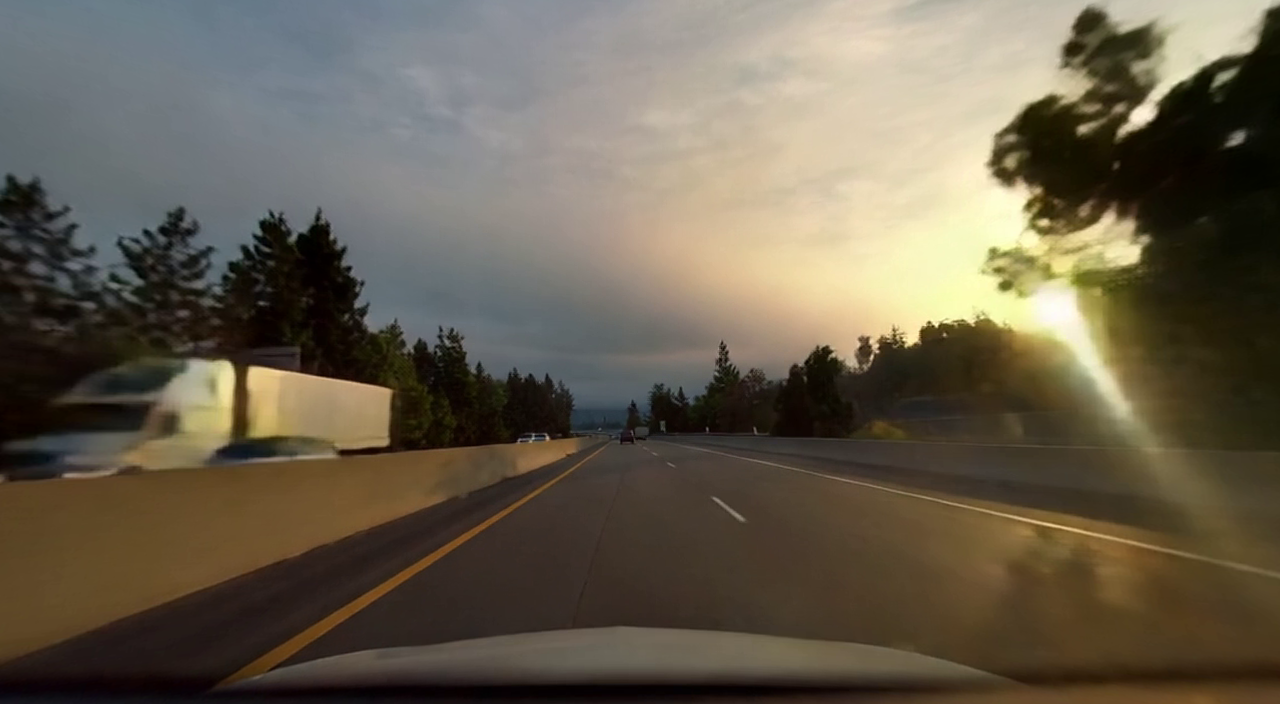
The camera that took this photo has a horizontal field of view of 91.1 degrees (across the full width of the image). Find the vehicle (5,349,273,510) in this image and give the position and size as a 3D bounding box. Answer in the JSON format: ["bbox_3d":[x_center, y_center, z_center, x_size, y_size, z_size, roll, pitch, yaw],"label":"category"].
[{"bbox_3d":[-14.277,2.317,18.761,2.984,4.005,5.879,0,-8,-1],"label":"vehicle"}]

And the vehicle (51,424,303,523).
[{"bbox_3d":[-10.019,2.624,14.215,2.434,1.856,4.296,0,-8,-1],"label":"vehicle"}]
